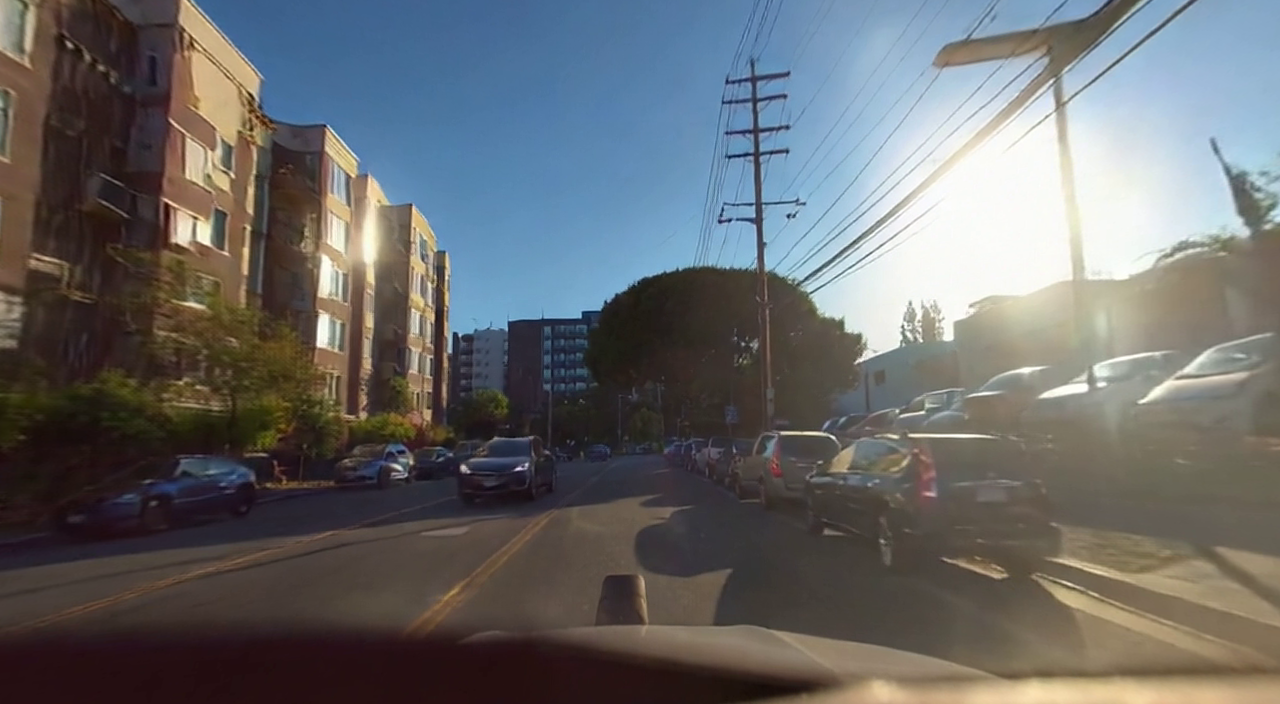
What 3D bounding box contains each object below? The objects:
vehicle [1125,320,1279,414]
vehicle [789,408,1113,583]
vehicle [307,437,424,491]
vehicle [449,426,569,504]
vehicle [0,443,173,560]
[{"bbox_3d":[11.462,0.282,11.322,3.857,1.457,1.950,-2,-7,0],"label":"vehicle"},{"bbox_3d":[3.468,1.669,8.245,1.936,1.641,4.434,0,-8,0],"label":"vehicle"},{"bbox_3d":[-11.400,4.656,26.780,2.322,2.037,5.030,-1,-8,6],"label":"vehicle"},{"bbox_3d":[-3.191,2.842,16.408,2.103,1.721,4.473,0,-8,1],"label":"vehicle"},{"bbox_3d":[-9.939,2.250,9.435,4.386,1.511,1.947,0,-7,-22],"label":"vehicle"}]
